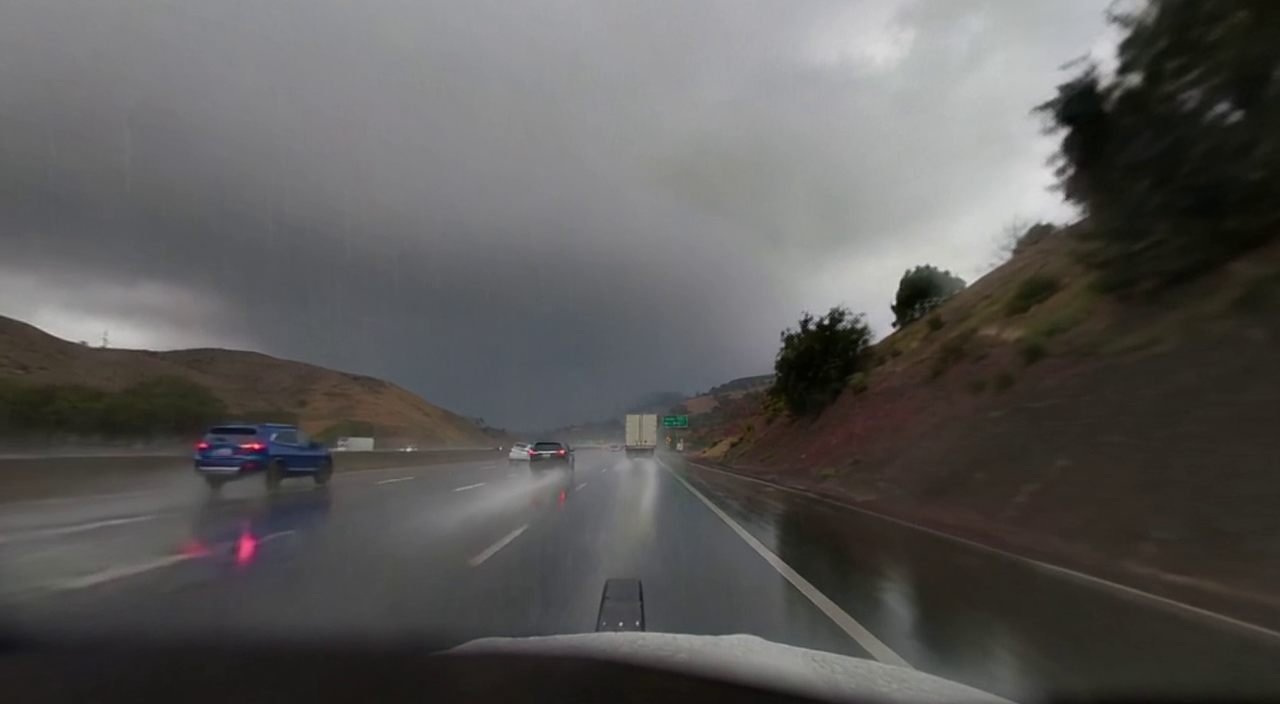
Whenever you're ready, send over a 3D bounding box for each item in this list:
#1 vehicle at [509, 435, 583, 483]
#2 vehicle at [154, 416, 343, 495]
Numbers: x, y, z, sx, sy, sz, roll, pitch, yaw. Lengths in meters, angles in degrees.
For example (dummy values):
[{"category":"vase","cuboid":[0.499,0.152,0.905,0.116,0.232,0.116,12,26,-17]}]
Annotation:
[{"category":"vehicle","cuboid":[-3.721,4.334,25.839,2.194,1.725,4.698,1,-9,1]},{"category":"vehicle","cuboid":[-10.882,2.945,18.124,2.111,1.906,5.028,1,-9,1]}]
